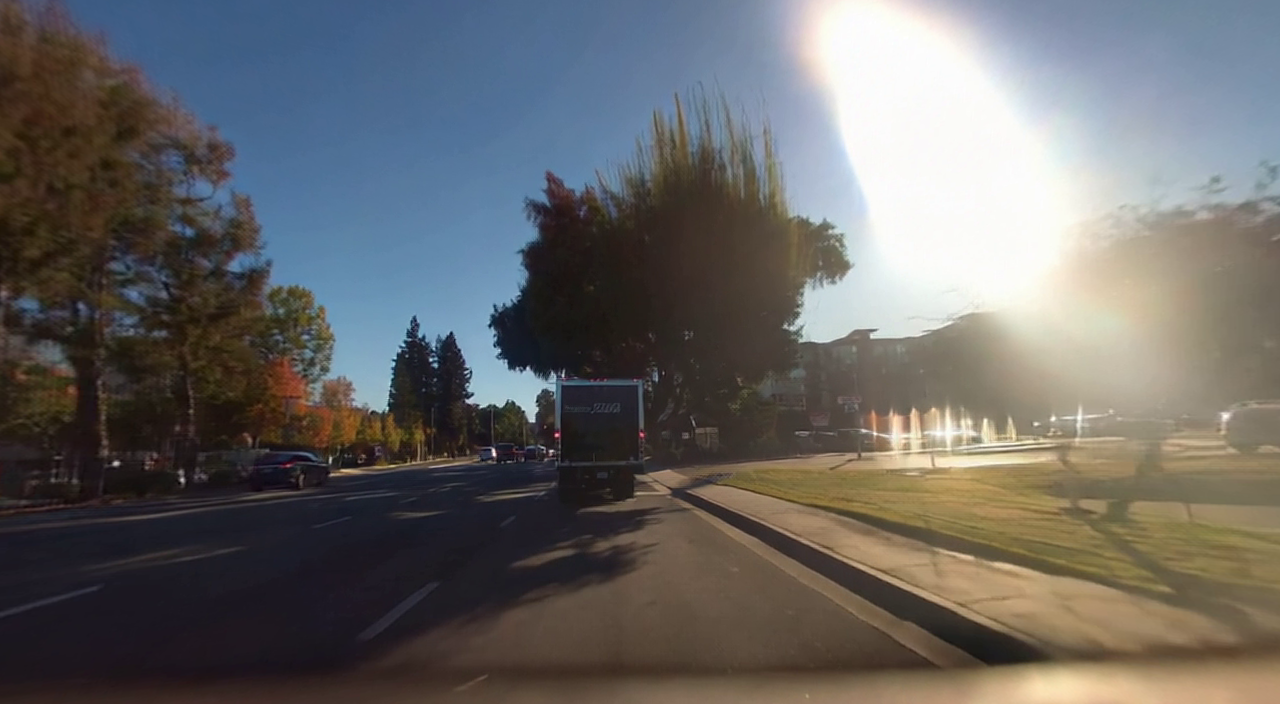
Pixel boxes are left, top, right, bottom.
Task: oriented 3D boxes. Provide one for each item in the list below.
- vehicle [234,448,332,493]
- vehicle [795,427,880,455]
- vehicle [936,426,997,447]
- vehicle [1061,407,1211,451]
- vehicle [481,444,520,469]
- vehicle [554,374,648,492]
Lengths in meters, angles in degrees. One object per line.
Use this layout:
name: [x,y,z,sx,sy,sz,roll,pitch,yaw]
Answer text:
vehicle: [-14.562,4.810,25.907,1.958,1.672,4.283,1,-9,-8]
vehicle: [11.523,5.222,36.813,4.321,1.579,1.823,1,-8,-4]
vehicle: [23.578,6.136,45.401,3.537,1.393,1.581,1,-10,-6]
vehicle: [25.025,3.908,31.803,5.850,2.049,2.317,0,-8,-6]
vehicle: [-10.330,7.781,46.818,2.095,1.759,4.433,0,-9,-3]
vehicle: [-1.545,3.182,24.095,2.905,3.644,8.807,1,-9,-5]
